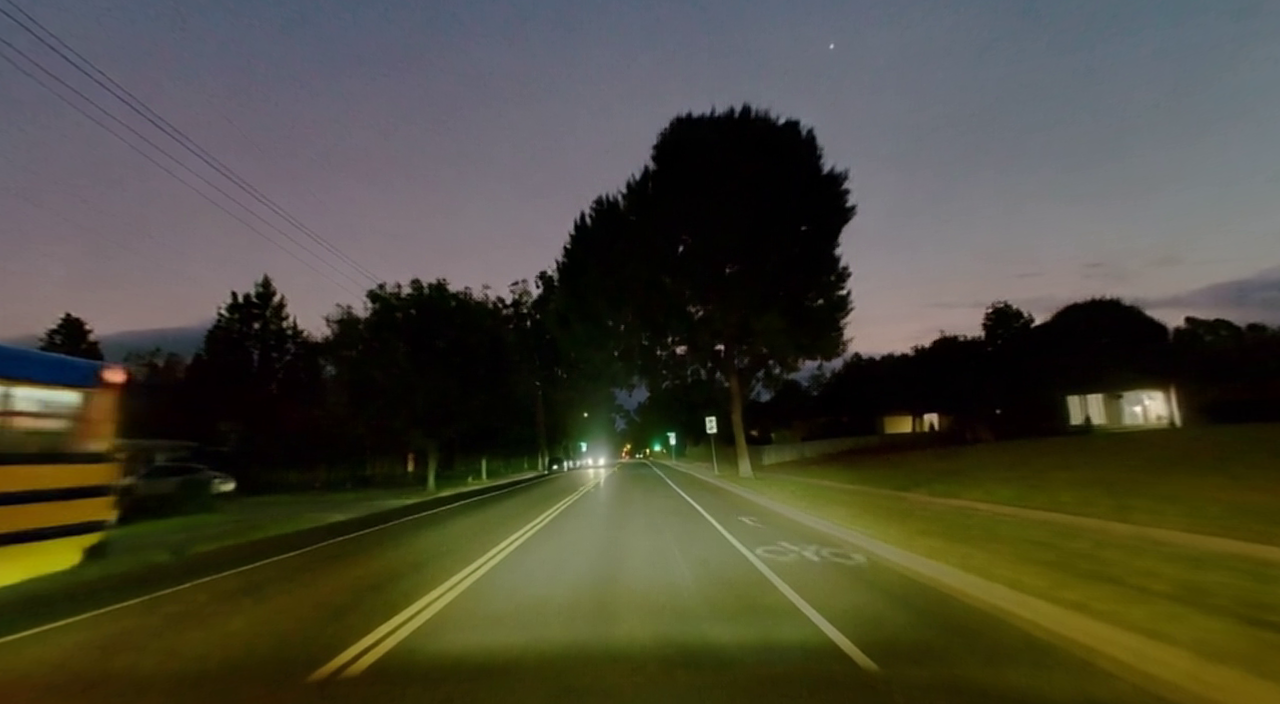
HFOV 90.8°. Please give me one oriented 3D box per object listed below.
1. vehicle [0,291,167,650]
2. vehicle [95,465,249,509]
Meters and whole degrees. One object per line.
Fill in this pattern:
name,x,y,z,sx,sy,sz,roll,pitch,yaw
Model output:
vehicle,-6.662,0.652,3.190,2.835,2.876,7.091,0,-9,1
vehicle,-16.919,4.868,22.955,4.234,1.436,1.935,-2,-9,8
